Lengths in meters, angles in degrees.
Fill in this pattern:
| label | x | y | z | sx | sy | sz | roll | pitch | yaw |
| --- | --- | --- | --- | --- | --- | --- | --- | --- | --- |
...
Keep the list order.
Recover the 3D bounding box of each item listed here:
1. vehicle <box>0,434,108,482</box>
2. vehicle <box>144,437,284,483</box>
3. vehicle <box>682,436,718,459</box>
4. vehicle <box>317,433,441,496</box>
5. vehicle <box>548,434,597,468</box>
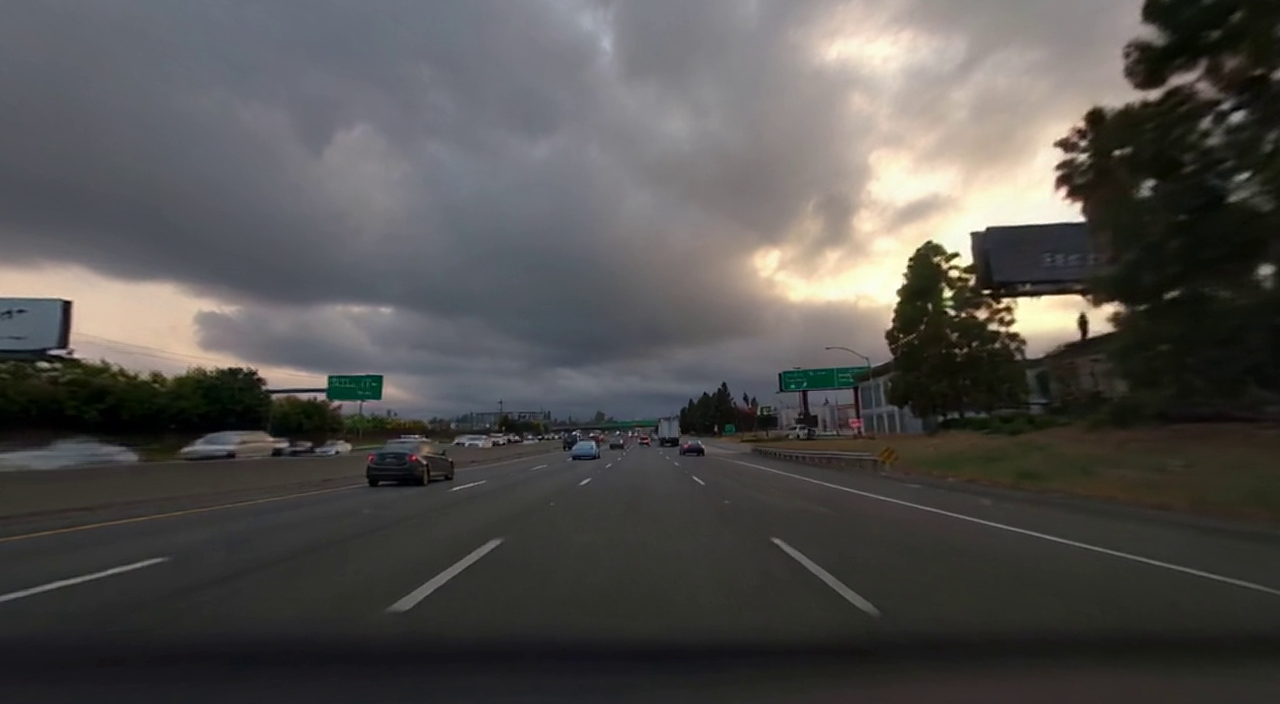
| label | x | y | z | sx | sy | sz | roll | pitch | yaw |
| --- | --- | --- | --- | --- | --- | --- | --- | --- | --- |
| vehicle | -23.148 | 3.974 | 23.887 | 1.964 | 1.642 | 4.444 | 0 | -9 | 0 |
| vehicle | -16.118 | 4.102 | 24.207 | 1.944 | 1.535 | 4.831 | 0 | -9 | 0 |
| vehicle | 4.202 | 6.855 | 44.975 | 2.135 | 1.532 | 4.506 | 0 | -9 | 0 |
| vehicle | -7.102 | 3.085 | 17.569 | 1.865 | 1.518 | 3.620 | 0 | -9 | 1 |
| vehicle | -3.355 | 5.047 | 32.081 | 2.001 | 1.577 | 4.055 | 0 | -9 | 1 |
